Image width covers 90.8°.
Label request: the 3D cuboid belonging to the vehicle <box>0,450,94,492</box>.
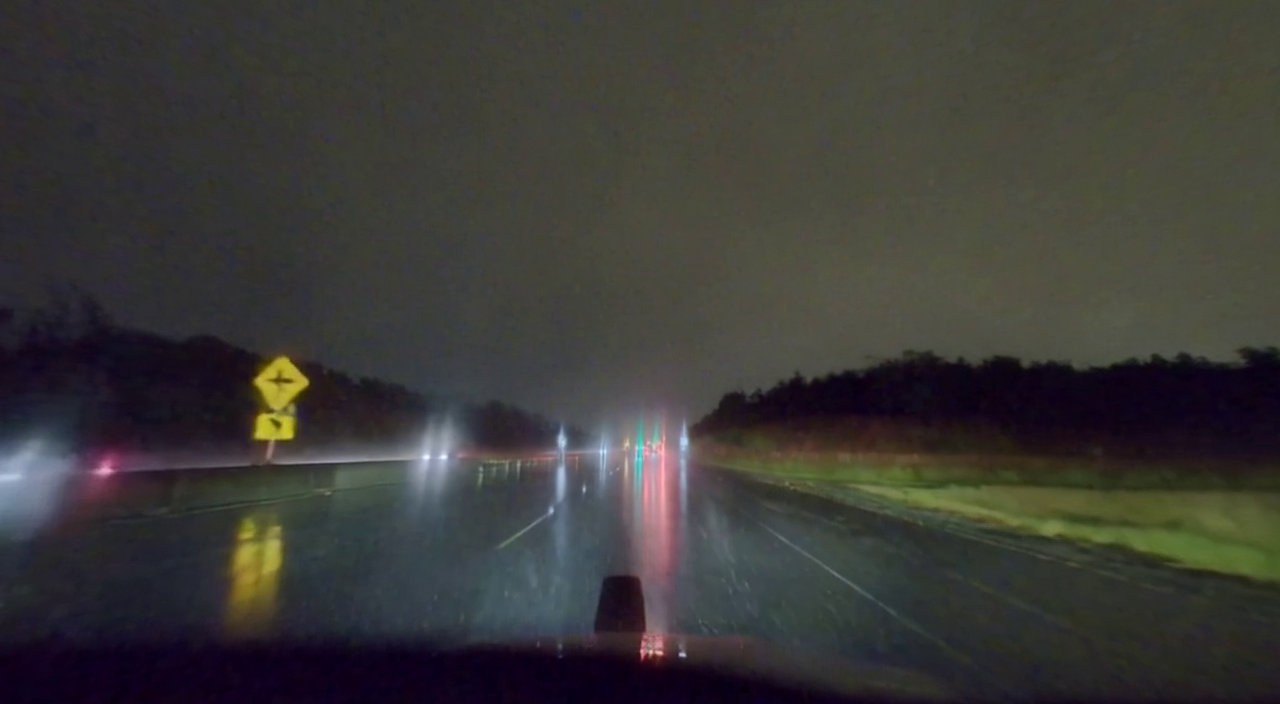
[{"bbox_3d":[-24.132,4.546,24.317,2.148,1.493,4.415,0,-9,1],"label":"vehicle"}]
